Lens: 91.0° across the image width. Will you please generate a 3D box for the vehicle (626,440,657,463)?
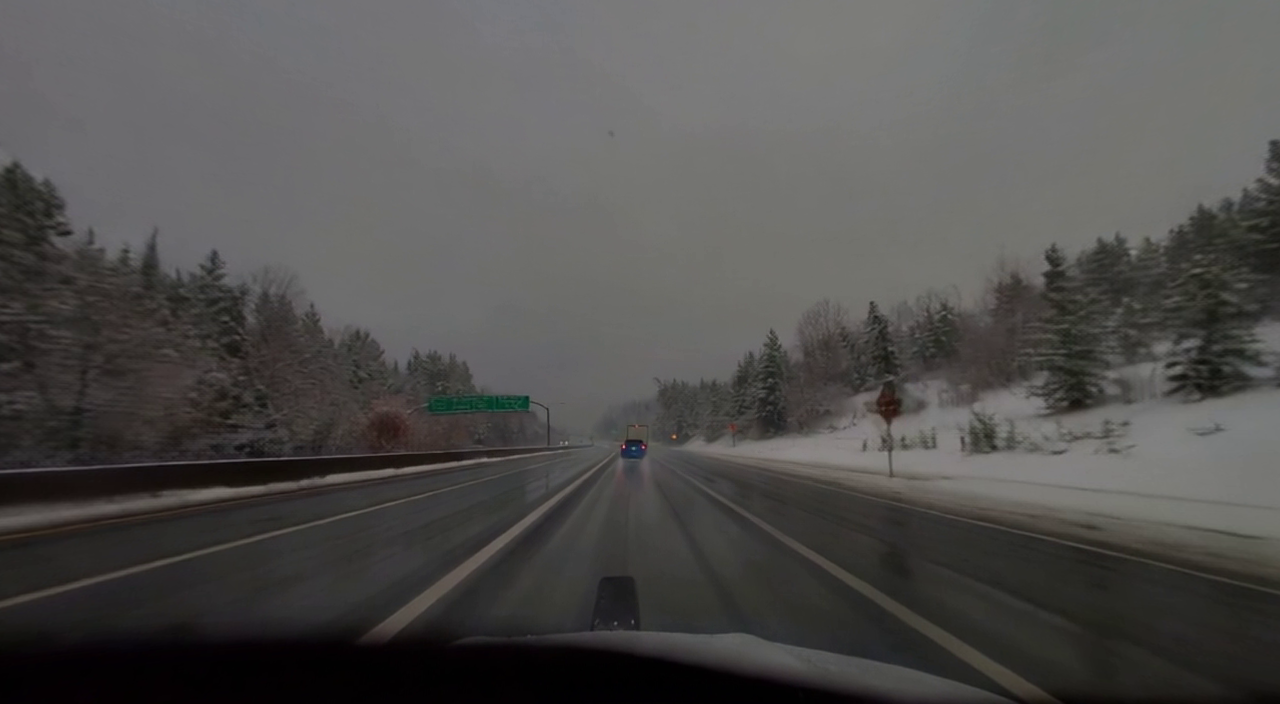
[{"bbox_3d":[0.056,6.714,42.675,2.028,1.440,3.690,0,-8,-1],"label":"vehicle"}]
